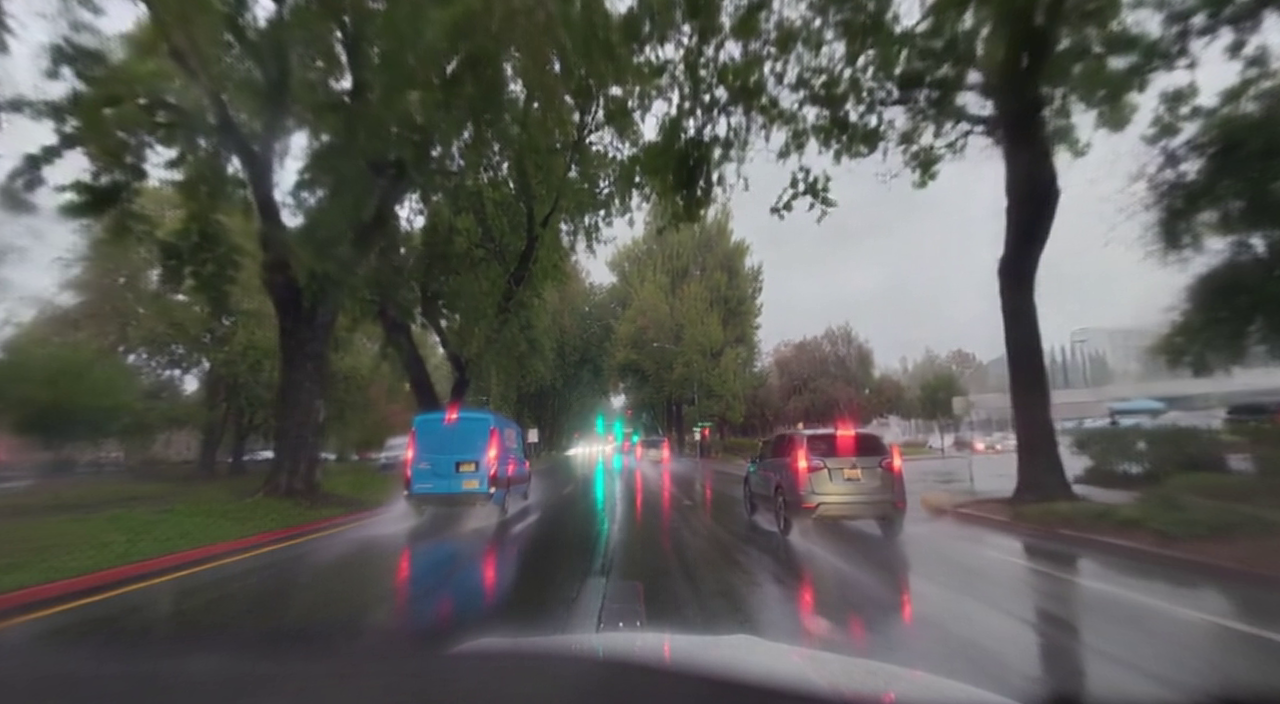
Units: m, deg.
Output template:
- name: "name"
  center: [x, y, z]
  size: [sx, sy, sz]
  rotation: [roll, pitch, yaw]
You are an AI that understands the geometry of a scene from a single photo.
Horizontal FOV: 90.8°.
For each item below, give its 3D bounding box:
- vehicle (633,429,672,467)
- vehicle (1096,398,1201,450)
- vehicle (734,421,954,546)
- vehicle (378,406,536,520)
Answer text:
- name: "vehicle"
  center: [0.841, 7.090, 46.610]
  size: [2.397, 2.566, 5.324]
  rotation: [1, -9, -5]
- name: "vehicle"
  center: [38.642, 5.602, 47.815]
  size: [10.876, 3.559, 3.014]
  rotation: [6, -11, -35]
- name: "vehicle"
  center: [3.091, 2.113, 10.839]
  size: [2.087, 1.658, 4.612]
  rotation: [0, -9, -2]
- name: "vehicle"
  center: [-3.976, 2.524, 14.787]
  size: [2.420, 2.227, 4.499]
  rotation: [0, -9, -1]
